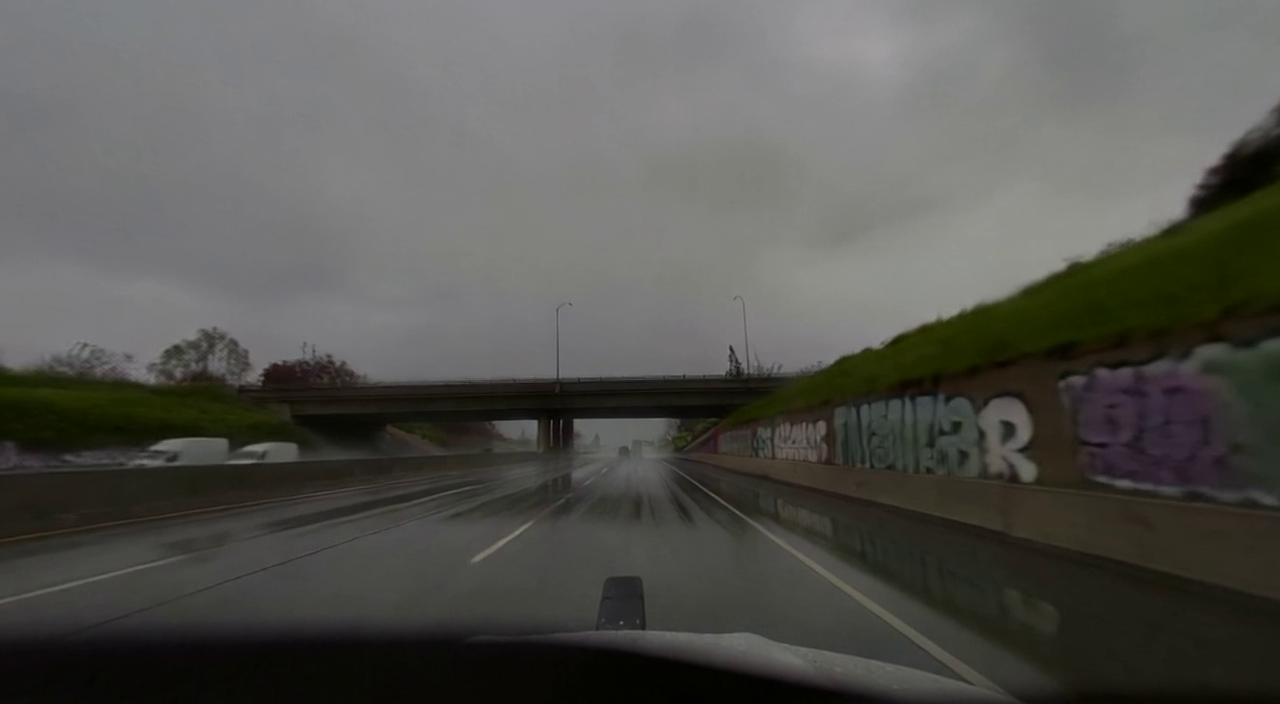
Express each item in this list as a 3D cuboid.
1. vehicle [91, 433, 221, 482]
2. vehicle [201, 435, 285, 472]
[{"bbox_3d":[-23.615,5.185,31.166,2.015,2.161,5.496,0,-9,0],"label":"vehicle"},{"bbox_3d":[-23.661,6.055,37.806,2.228,2.058,4.155,0,-9,0],"label":"vehicle"}]
